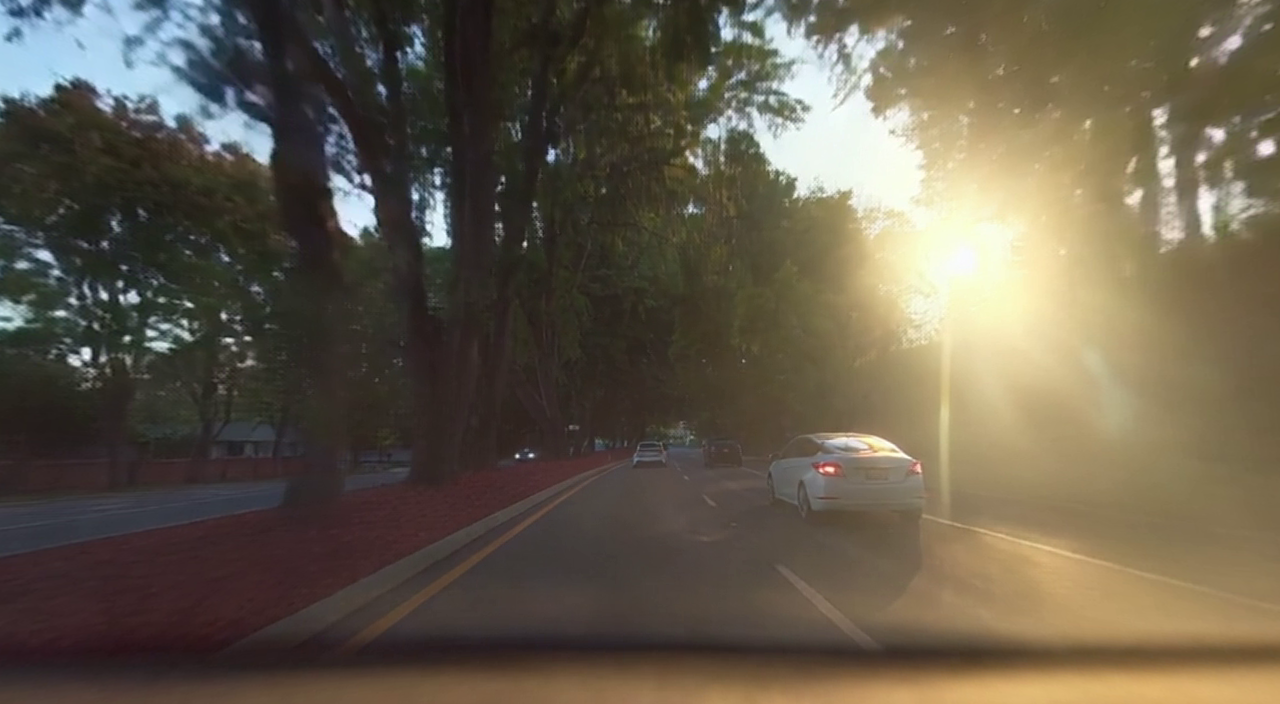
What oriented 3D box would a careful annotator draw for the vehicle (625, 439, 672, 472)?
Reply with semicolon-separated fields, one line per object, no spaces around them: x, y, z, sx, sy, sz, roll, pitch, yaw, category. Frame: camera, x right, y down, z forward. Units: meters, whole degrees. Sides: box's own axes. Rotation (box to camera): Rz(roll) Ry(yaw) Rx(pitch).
0.470;4.906;30.184;2.082;1.473;4.028;0;-8;3;vehicle

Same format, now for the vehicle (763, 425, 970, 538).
3.499;2.083;10.749;1.985;1.529;4.147;0;-9;0;vehicle

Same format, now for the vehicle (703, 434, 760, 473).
4.195;4.745;29.636;2.074;1.652;4.340;0;-9;1;vehicle
